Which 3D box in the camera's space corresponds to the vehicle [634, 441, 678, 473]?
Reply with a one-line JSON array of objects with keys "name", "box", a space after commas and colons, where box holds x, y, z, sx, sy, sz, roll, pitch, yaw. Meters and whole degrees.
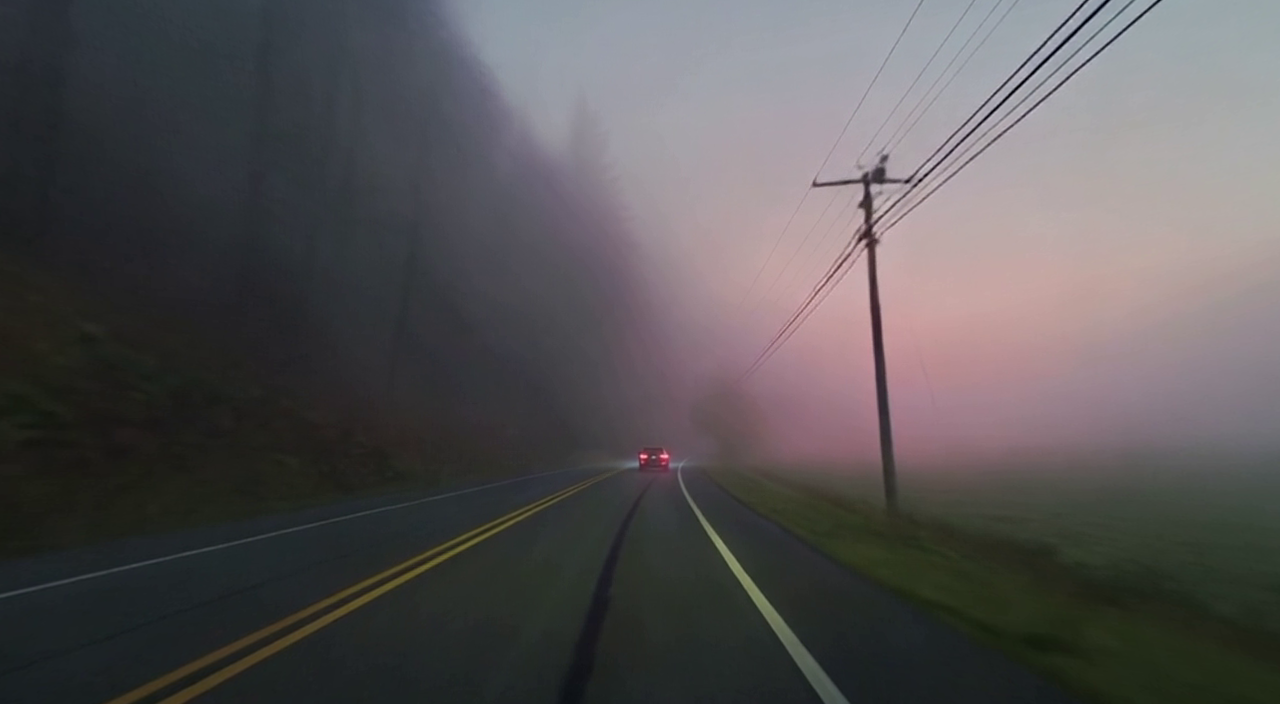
[{"name": "vehicle", "box": [0.869, 5.252, 31.769, 2.059, 1.524, 3.963, -1, -9, 4]}]
